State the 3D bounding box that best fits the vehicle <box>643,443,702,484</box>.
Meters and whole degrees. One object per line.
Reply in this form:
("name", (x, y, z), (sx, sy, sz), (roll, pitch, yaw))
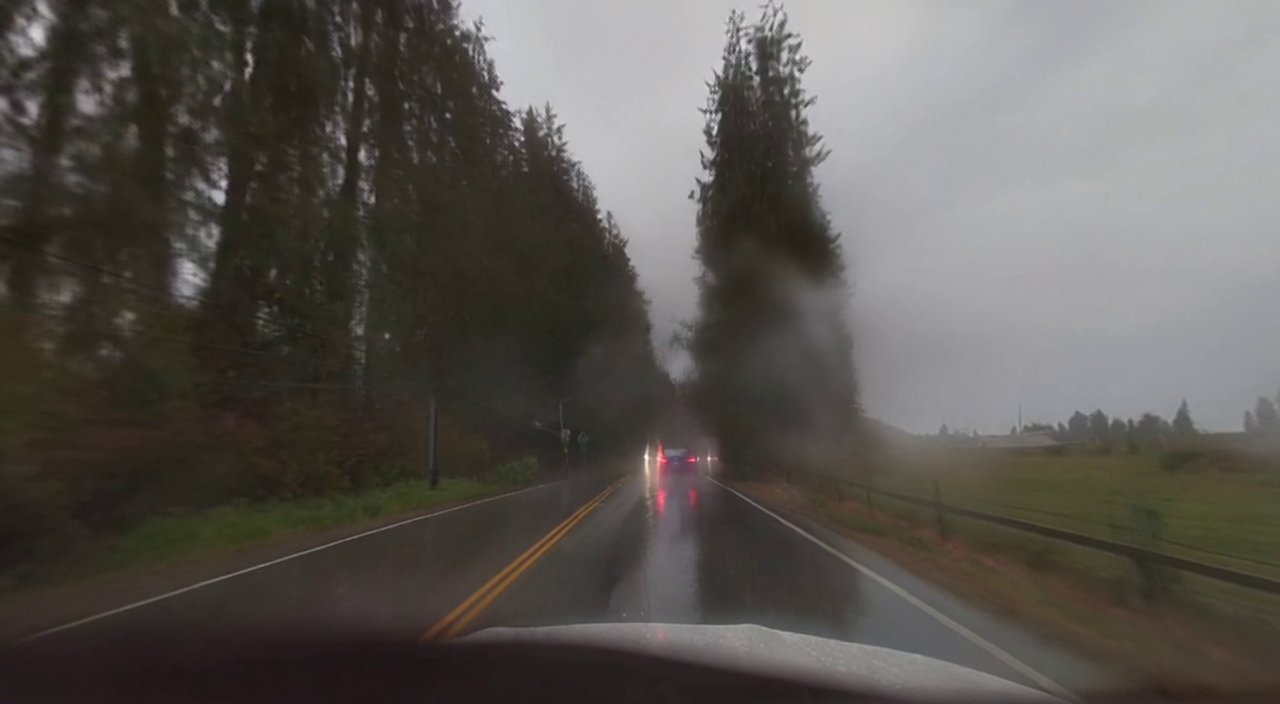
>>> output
("vehicle", (1.320, 4.657, 26.671), (2.274, 1.583, 4.349), (0, -8, 2))
